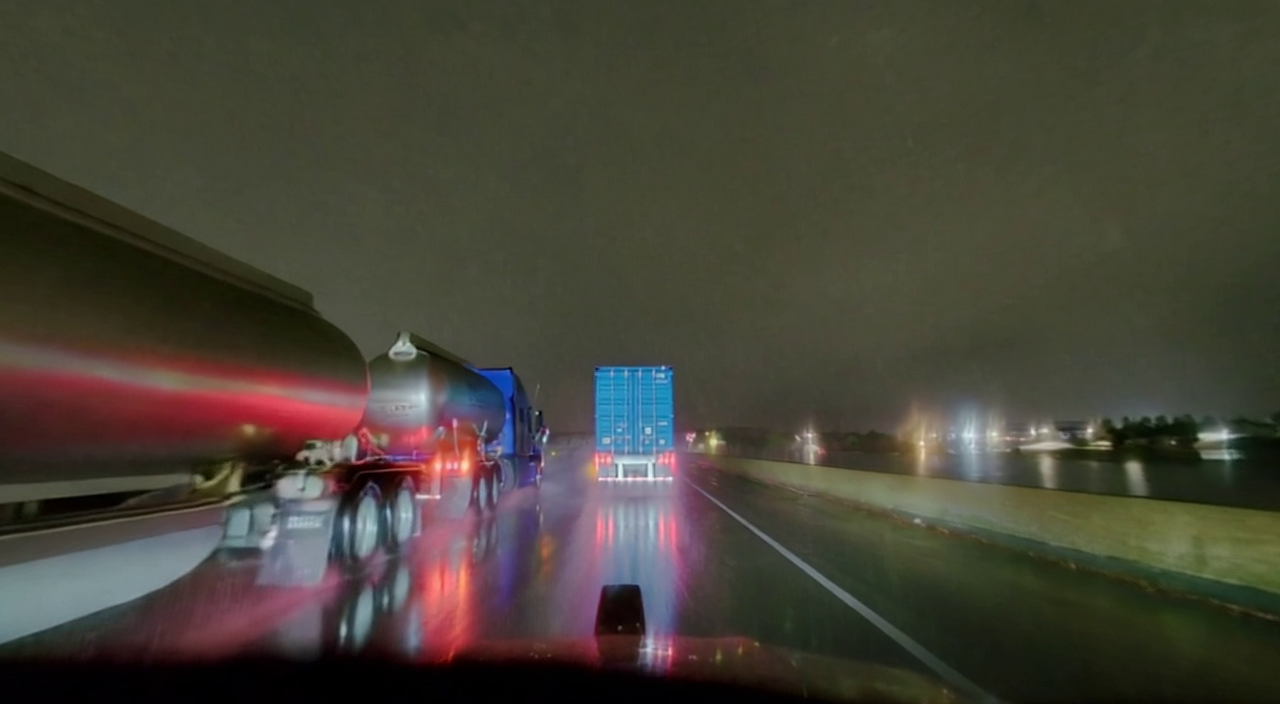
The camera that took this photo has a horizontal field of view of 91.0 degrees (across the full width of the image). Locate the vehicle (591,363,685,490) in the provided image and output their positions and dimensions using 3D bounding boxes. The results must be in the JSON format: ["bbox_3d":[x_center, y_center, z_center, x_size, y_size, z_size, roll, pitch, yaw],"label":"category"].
[{"bbox_3d":[-0.012,3.227,25.640,2.942,4.003,11.297,0,-9,0],"label":"vehicle"}]

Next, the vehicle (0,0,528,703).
[{"bbox_3d":[-4.216,0.284,5.175,3.267,3.655,17.154,0,-9,1],"label":"vehicle"}]
